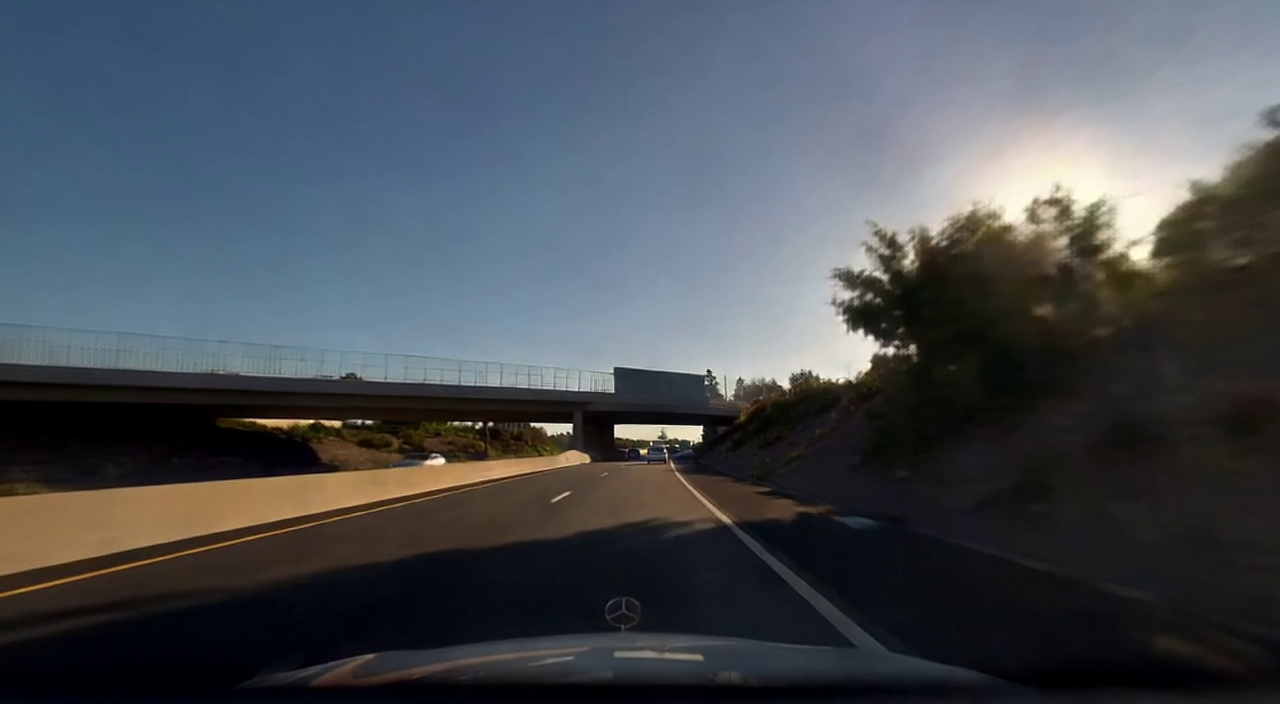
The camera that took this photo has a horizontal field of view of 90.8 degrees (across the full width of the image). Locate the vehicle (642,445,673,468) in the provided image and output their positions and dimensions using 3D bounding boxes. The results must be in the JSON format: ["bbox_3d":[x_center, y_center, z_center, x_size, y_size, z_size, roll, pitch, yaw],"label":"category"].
[{"bbox_3d":[1.309,7.789,47.037,2.221,1.603,4.149,0,-9,2],"label":"vehicle"}]
